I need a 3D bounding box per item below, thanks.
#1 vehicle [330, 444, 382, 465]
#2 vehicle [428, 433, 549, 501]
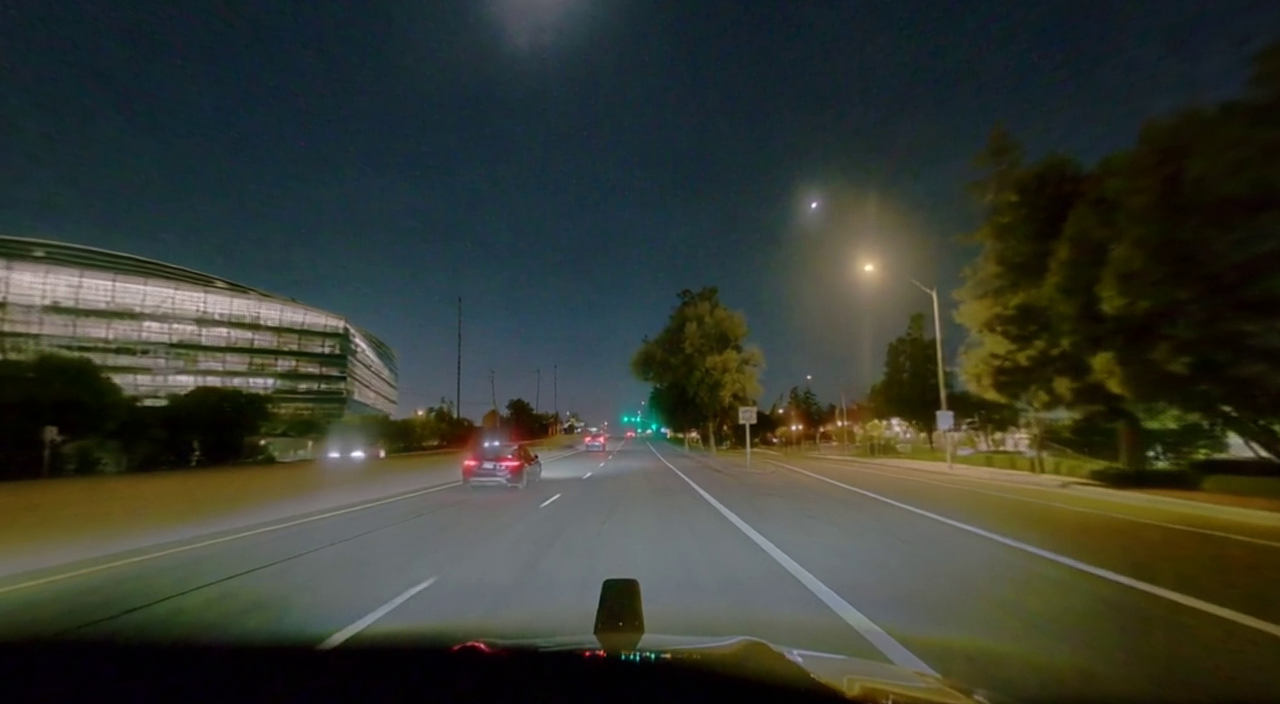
[{"bbox_3d":[-19.568,7.083,43.684,1.743,1.374,3.875,0,-8,0],"label":"vehicle"},{"bbox_3d":[-3.747,2.943,16.627,1.984,1.521,4.682,0,-8,1],"label":"vehicle"}]
